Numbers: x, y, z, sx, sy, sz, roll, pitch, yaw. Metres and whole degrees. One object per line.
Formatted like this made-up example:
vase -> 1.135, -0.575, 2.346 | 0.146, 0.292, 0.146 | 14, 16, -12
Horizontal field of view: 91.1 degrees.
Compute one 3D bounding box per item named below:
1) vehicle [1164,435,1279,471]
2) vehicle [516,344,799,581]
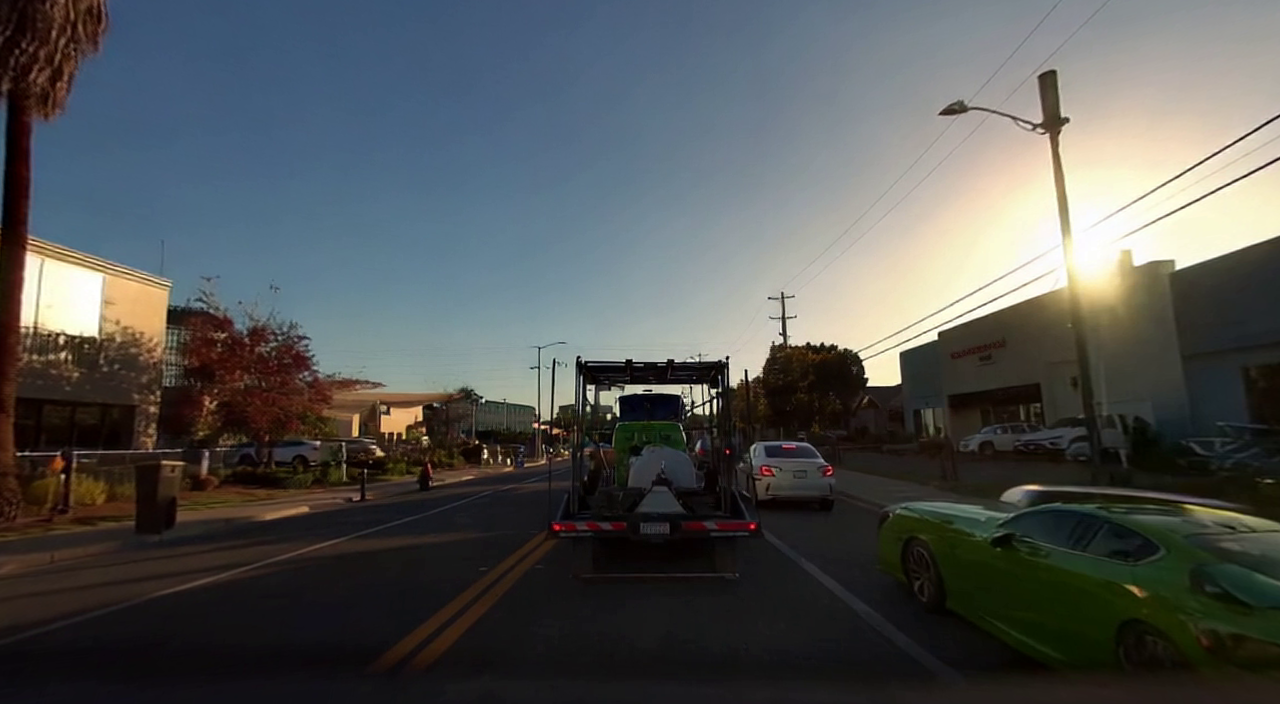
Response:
vehicle -> 28.576, 4.890, 30.603 | 4.193, 1.633, 1.928 | -4, -9, 26
vehicle -> 0.185, 1.542, 9.420 | 2.728, 2.305, 6.506 | 0, -8, 0
